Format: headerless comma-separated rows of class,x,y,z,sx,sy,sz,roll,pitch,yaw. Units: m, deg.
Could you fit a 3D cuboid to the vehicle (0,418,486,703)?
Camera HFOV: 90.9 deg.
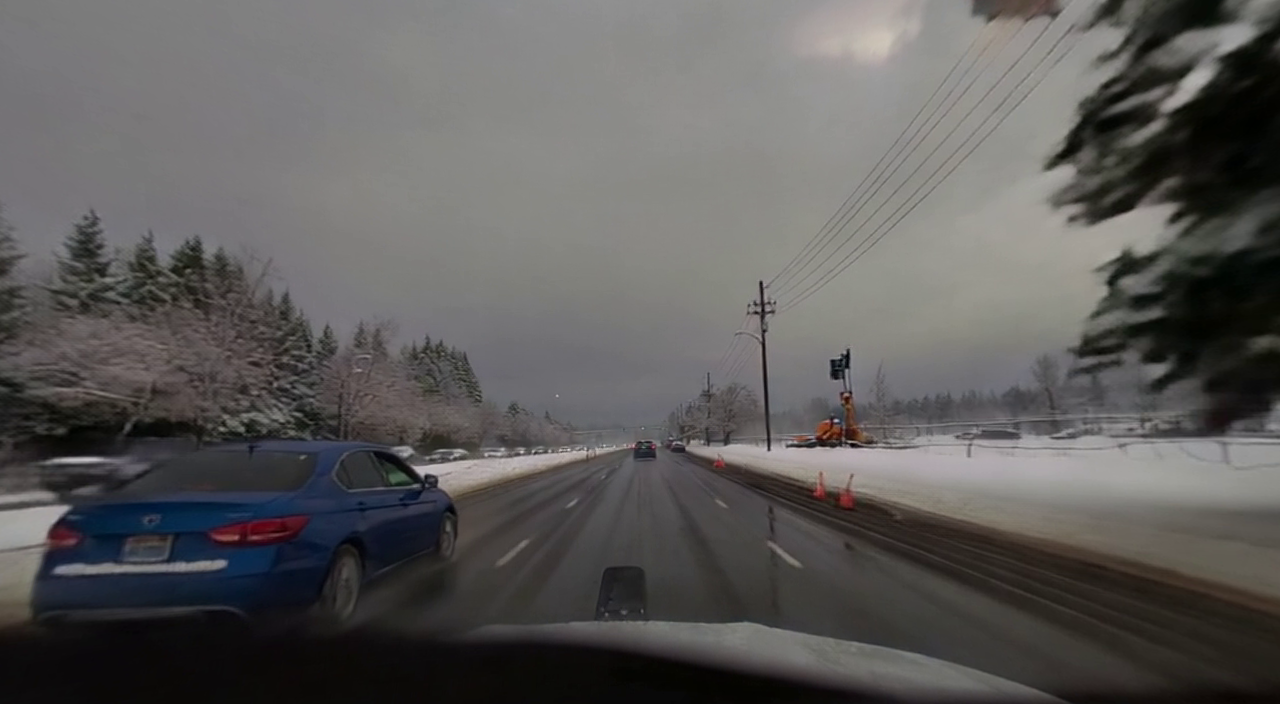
vehicle,-3.084,1.450,5.724,2.087,1.480,4.825,0,-8,1

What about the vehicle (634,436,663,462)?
vehicle,0.626,7.309,47.762,2.060,1.845,4.151,0,-8,0
